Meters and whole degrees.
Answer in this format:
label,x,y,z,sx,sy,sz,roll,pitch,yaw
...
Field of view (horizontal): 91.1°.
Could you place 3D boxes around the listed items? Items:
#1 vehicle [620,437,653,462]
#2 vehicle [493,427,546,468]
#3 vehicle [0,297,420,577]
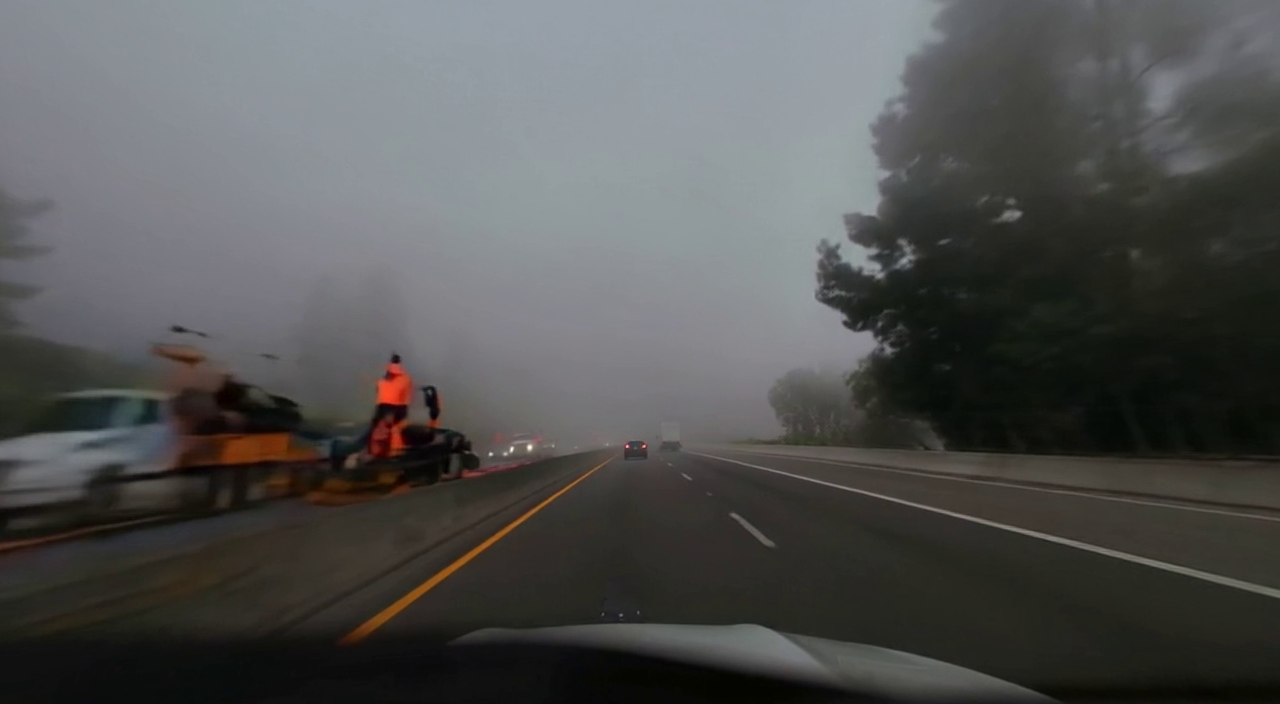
label,x,y,z,sx,sy,sz,roll,pitch,yaw
vehicle,-0.269,6.289,40.582,2.004,1.472,4.075,0,-8,-1
vehicle,-8.155,6.490,43.061,2.453,2.460,6.190,-3,-8,-1
vehicle,-8.066,1.768,13.063,3.088,3.551,10.063,-1,-8,2
